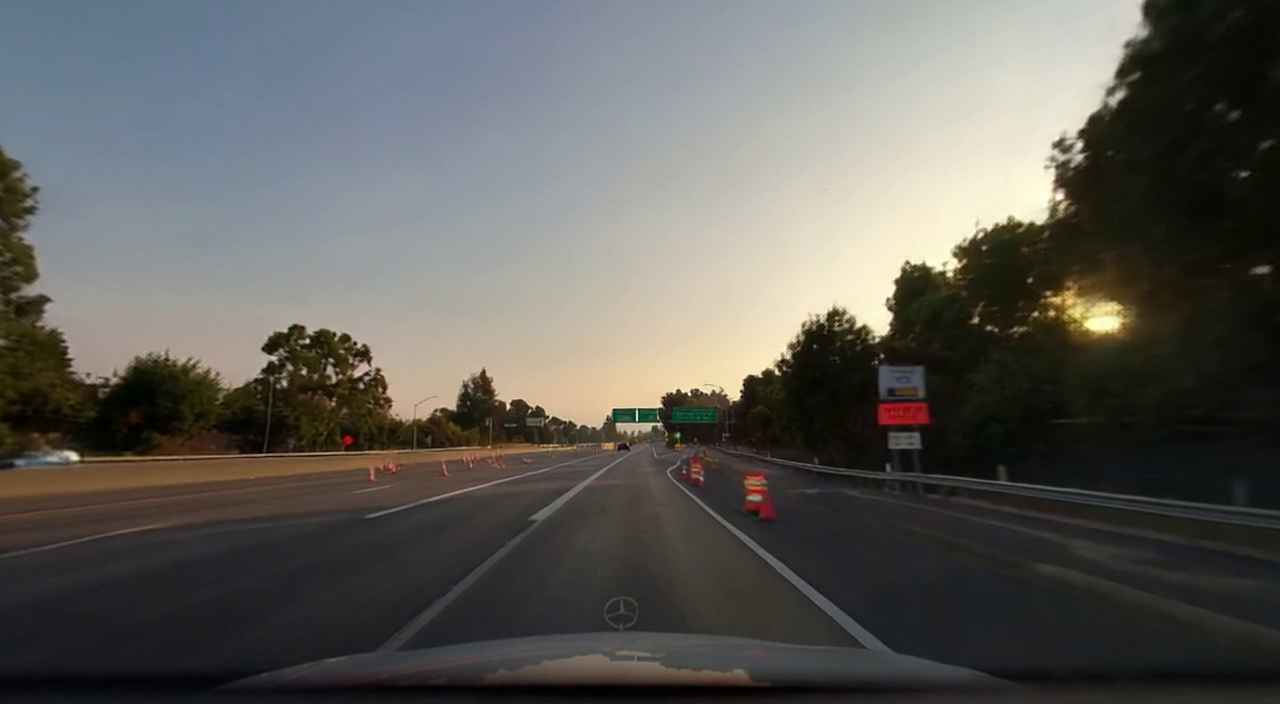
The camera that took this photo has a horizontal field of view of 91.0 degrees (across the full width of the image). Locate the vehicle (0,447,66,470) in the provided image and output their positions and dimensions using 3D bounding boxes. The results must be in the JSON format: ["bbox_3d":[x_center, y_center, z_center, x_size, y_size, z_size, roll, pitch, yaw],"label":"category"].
[{"bbox_3d":[-41.170,7.058,41.768,1.815,1.443,4.563,0,-10,0],"label":"vehicle"}]
